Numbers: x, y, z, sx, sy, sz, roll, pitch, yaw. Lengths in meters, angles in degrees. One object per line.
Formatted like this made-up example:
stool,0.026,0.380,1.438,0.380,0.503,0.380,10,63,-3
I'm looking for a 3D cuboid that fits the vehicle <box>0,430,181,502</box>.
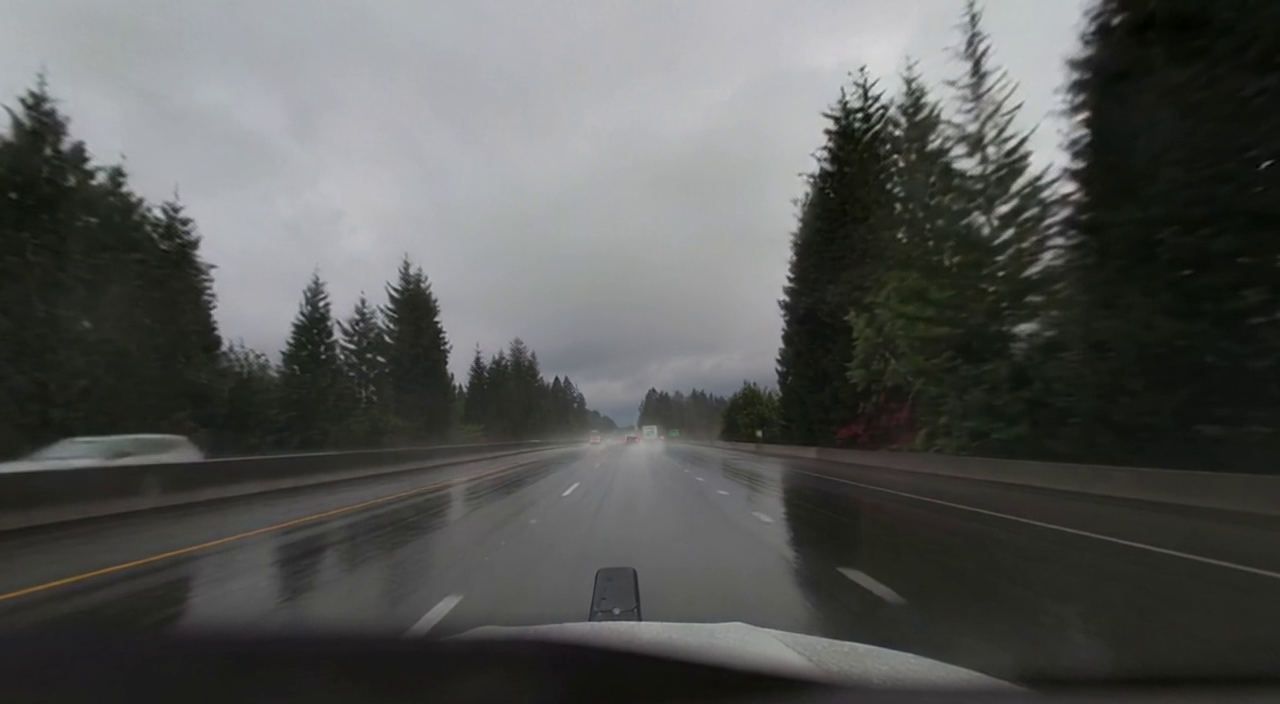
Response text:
vehicle,-12.720,2.535,14.442,1.855,1.437,3.463,0,-8,-2
